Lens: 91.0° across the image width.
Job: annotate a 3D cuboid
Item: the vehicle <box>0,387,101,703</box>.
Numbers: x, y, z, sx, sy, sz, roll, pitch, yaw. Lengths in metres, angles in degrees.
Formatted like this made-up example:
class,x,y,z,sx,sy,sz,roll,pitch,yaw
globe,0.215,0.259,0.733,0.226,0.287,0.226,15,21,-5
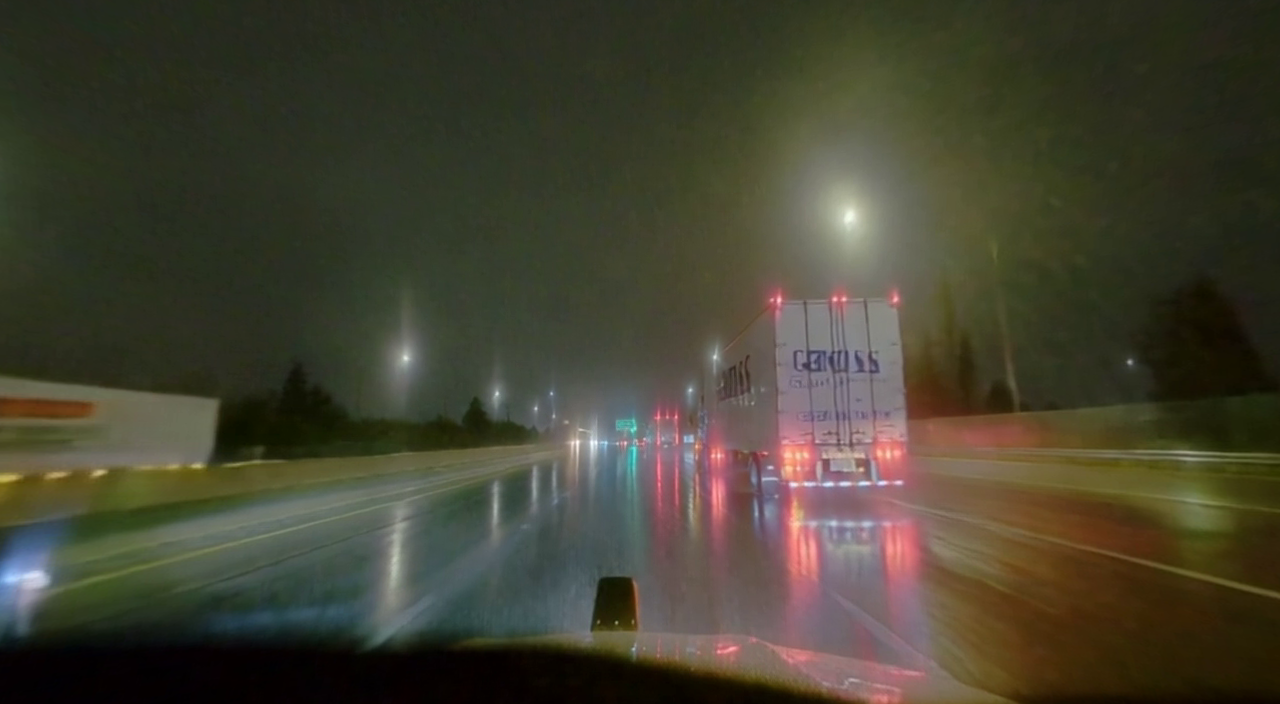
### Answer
class,x,y,z,sx,sy,sz,roll,pitch,yaw
vehicle,-3.555,0.679,0.864,1.990,1.520,4.100,0,-8,0

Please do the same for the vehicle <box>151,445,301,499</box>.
class,x,y,z,sx,sy,sz,roll,pitch,yaw
vehicle,-12.851,3.700,19.934,1.811,1.446,4.376,0,-8,-1

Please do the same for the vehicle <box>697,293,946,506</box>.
class,x,y,z,sx,sy,sz,roll,pitch,yaw
vehicle,4.087,1.878,19.289,2.976,4.064,14.619,0,-8,-1
